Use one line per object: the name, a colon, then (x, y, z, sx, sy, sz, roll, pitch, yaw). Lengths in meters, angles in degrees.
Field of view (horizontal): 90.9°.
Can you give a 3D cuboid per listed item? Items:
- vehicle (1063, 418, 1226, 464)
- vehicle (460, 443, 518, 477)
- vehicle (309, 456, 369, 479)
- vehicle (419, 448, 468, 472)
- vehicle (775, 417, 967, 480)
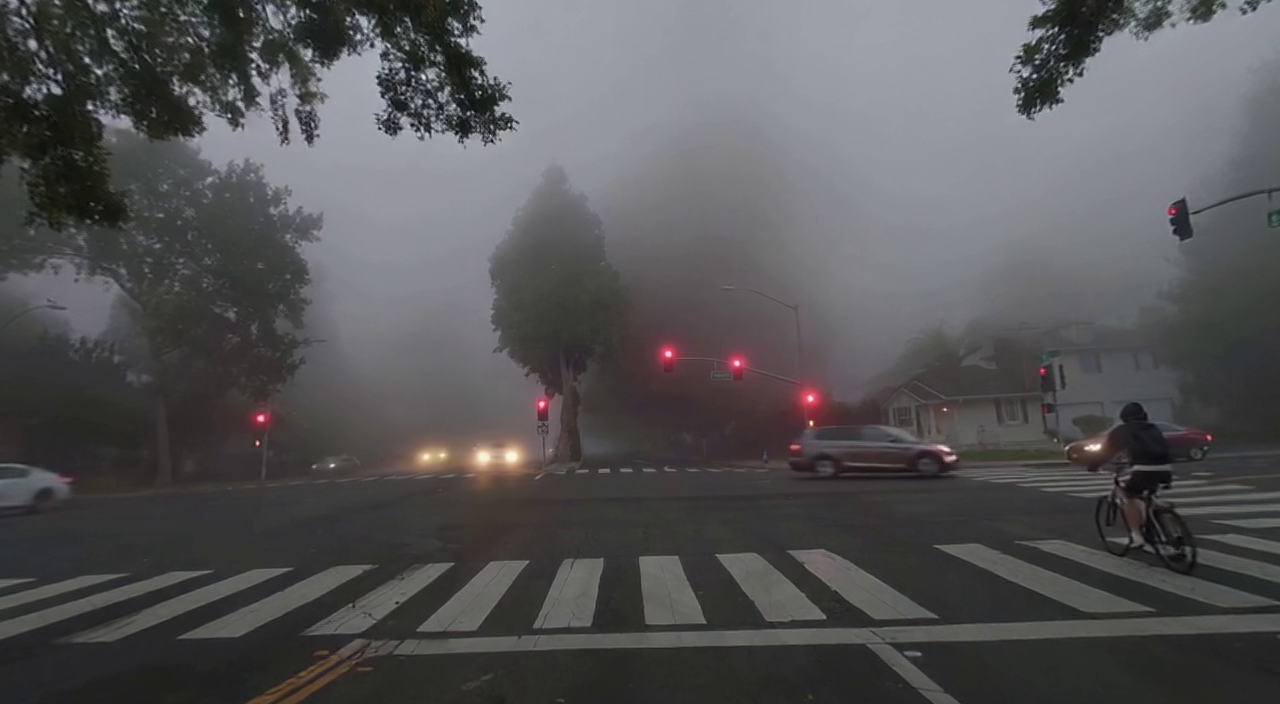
vehicle: (17.320, 3.096, 21.790, 3.969, 1.493, 1.823, 0, -9, 1)
vehicle: (-7.432, 5.220, 30.698, 2.017, 1.496, 4.749, 3, -9, -22)
vehicle: (-20.811, 7.994, 43.841, 1.872, 1.455, 4.576, 0, -9, 0)
vehicle: (-13.427, 7.380, 43.366, 1.973, 1.511, 4.299, 0, -9, 0)
vehicle: (7.021, 3.000, 19.508, 5.188, 1.731, 2.191, -4, -9, 21)
